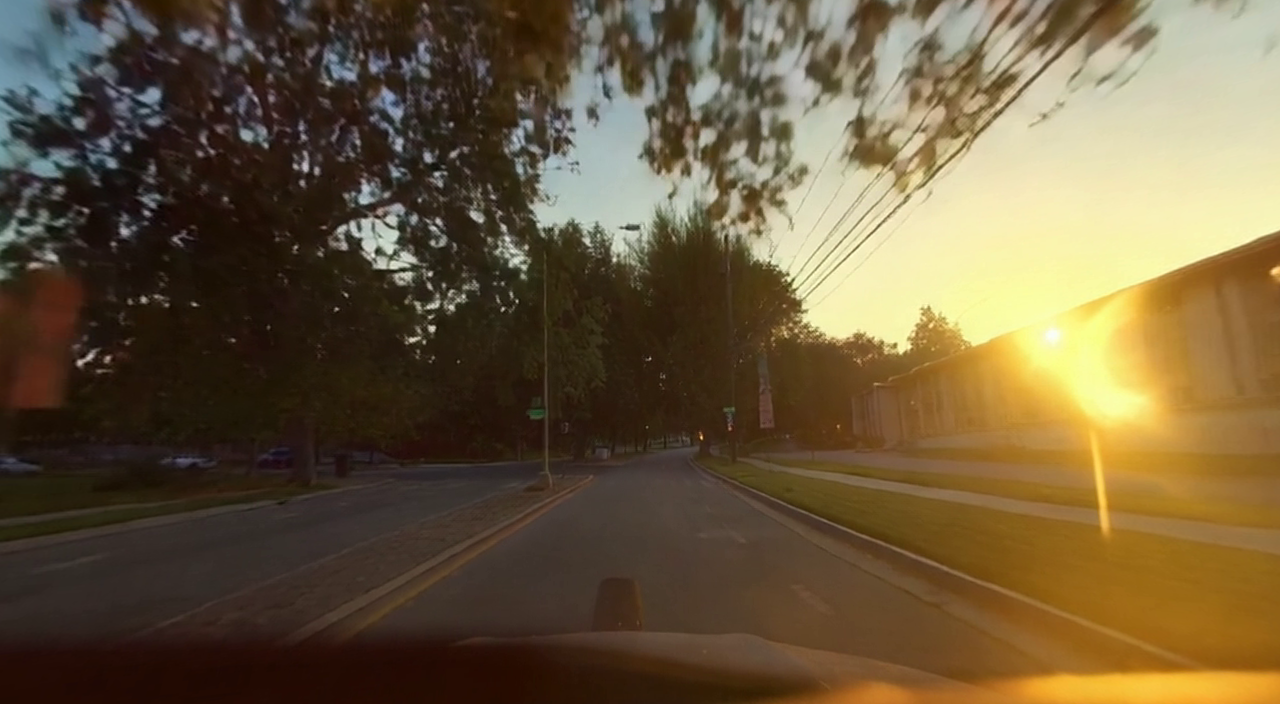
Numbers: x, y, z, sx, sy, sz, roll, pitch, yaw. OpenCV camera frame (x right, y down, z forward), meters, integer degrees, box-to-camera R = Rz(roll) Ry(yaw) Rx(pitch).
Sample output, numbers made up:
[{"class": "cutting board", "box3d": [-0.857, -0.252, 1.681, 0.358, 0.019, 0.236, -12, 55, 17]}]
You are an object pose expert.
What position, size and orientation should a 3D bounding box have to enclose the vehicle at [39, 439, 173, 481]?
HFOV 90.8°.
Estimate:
[{"class": "vehicle", "box3d": [-23.831, 4.878, 28.486, 1.850, 1.662, 4.580, 1, -10, 2]}]
